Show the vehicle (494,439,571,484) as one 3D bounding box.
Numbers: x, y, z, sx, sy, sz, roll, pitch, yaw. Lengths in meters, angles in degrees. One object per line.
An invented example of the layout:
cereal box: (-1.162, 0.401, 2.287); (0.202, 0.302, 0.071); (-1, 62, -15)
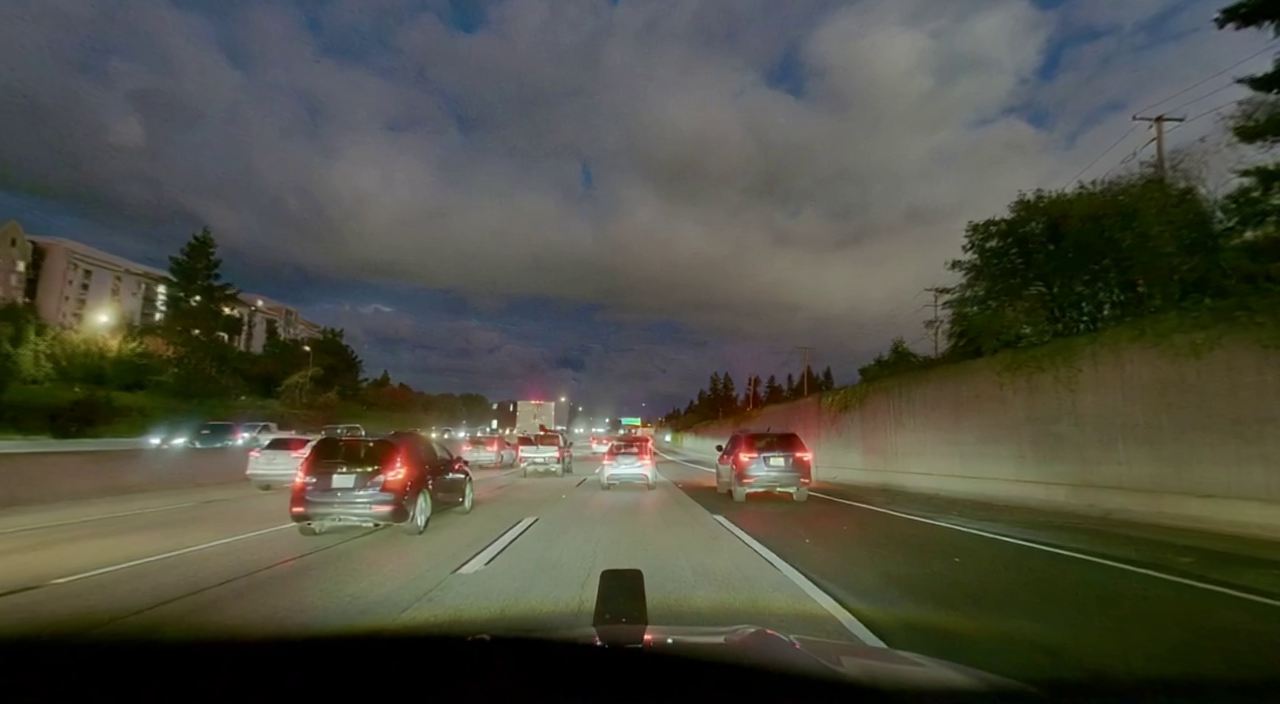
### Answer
vehicle: (-3.910, 4.065, 23.809); (2.049, 1.530, 4.707); (0, -8, 0)

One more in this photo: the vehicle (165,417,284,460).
vehicle: (-20.597, 4.373, 31.669); (2.071, 1.972, 5.676); (0, -8, 0)

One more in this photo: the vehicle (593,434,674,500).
vehicle: (-0.182, 3.228, 18.176); (2.092, 1.671, 3.889); (0, -8, 0)

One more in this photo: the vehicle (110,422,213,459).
vehicle: (-24.481, 4.589, 32.505); (2.056, 1.752, 4.276); (0, -8, -2)

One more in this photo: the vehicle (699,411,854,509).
vehicle: (3.277, 2.798, 16.832); (2.793, 2.132, 5.682); (0, -8, -1)

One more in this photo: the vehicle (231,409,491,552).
vehicle: (-3.941, 1.894, 9.986); (2.026, 1.719, 4.490); (0, -8, 0)
